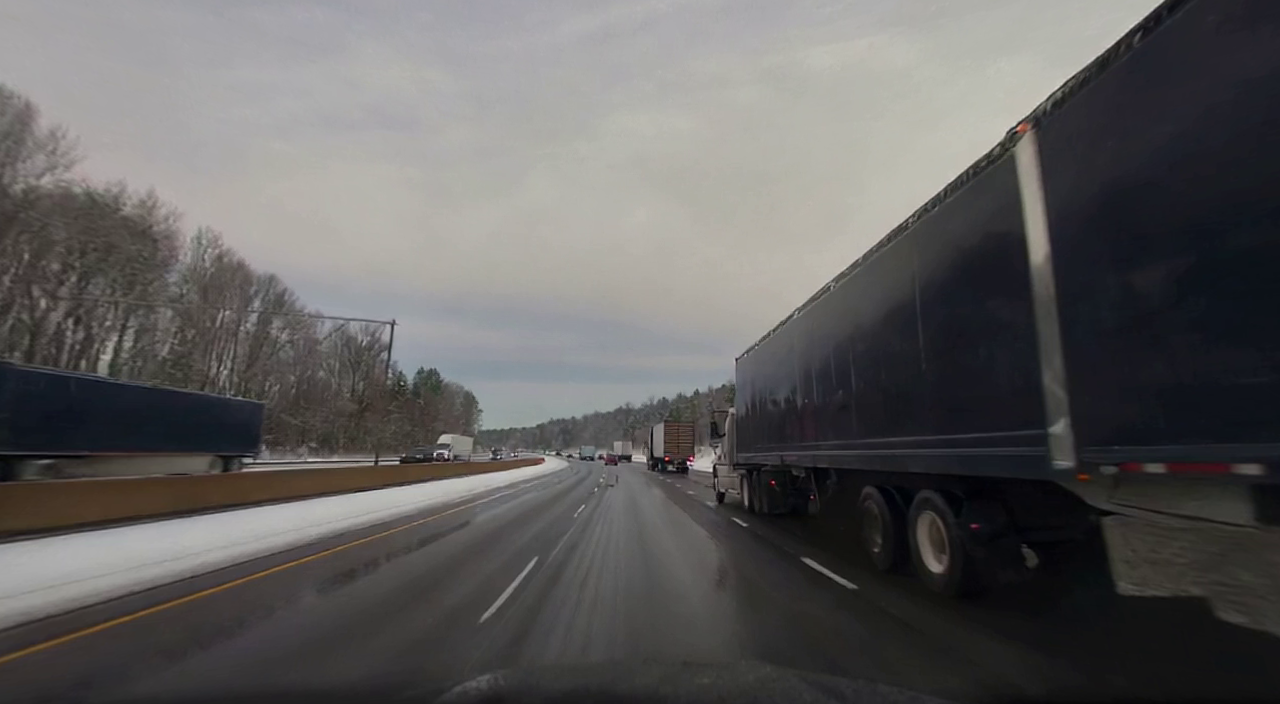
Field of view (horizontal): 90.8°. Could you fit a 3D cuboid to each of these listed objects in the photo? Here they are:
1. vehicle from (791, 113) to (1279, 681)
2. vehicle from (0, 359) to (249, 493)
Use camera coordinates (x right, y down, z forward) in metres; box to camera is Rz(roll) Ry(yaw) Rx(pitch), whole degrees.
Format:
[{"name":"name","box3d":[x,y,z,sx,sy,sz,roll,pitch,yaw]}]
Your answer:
[{"name":"vehicle","box3d":[4.319,0.738,7.877,2.832,3.839,7.263,0,-9,-1]},{"name":"vehicle","box3d":[-21.030,3.088,24.402,2.921,4.005,14.421,0,-9,-2]}]
